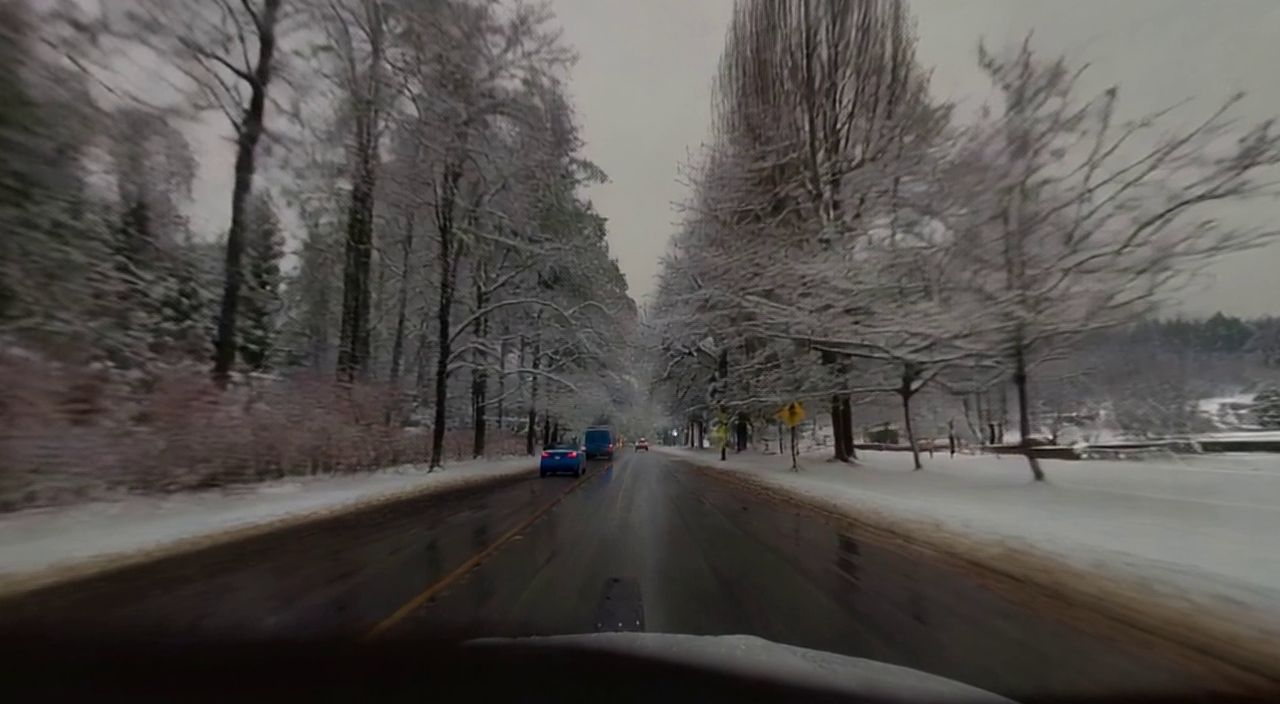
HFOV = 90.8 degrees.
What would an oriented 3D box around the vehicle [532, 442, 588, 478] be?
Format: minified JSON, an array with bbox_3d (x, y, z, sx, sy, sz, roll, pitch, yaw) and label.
[{"bbox_3d":[-3.526,4.825,28.512,2.009,1.473,4.028,0,-8,-1],"label":"vehicle"}]

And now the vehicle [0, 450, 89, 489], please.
[{"bbox_3d":[-32.681,6.320,33.676,2.140,1.763,5.276,2,-14,-6],"label":"vehicle"}]

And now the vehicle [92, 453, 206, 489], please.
[{"bbox_3d":[-22.862,5.517,29.664,1.817,1.499,4.440,0,-8,-1],"label":"vehicle"}]
